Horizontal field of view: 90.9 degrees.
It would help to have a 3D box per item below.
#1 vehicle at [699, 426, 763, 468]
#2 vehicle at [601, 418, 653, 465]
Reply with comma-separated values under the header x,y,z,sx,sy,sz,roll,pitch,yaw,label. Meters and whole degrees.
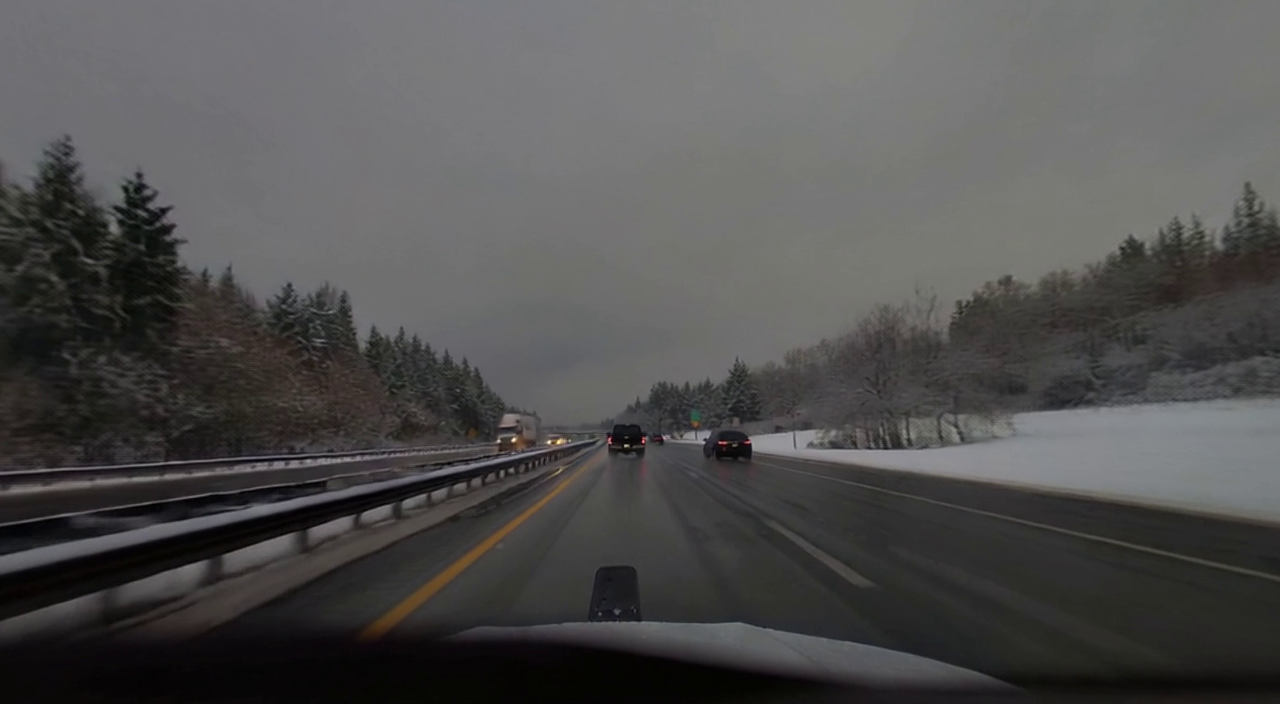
x,y,z,sx,sy,sz,roll,pitch,yaw,label
3.756,3.980,26.660,1.981,1.606,3.956,0,-8,-2,vehicle
-0.640,4.235,29.864,2.270,2.044,4.633,0,-8,-2,vehicle
